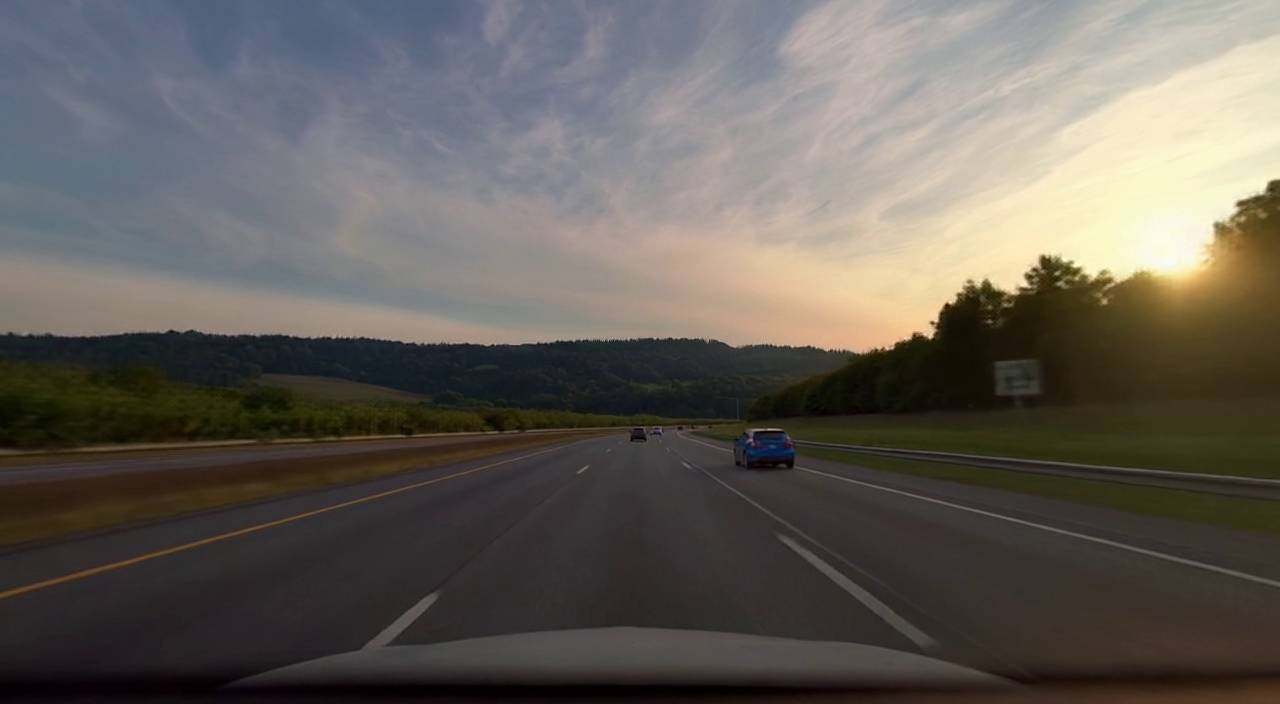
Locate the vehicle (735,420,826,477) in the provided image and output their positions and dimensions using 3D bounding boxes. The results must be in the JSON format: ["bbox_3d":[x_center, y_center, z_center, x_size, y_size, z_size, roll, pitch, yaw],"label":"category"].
[{"bbox_3d":[4.004,2.820,18.600,1.765,1.510,3.762,0,-8,-1],"label":"vehicle"}]
